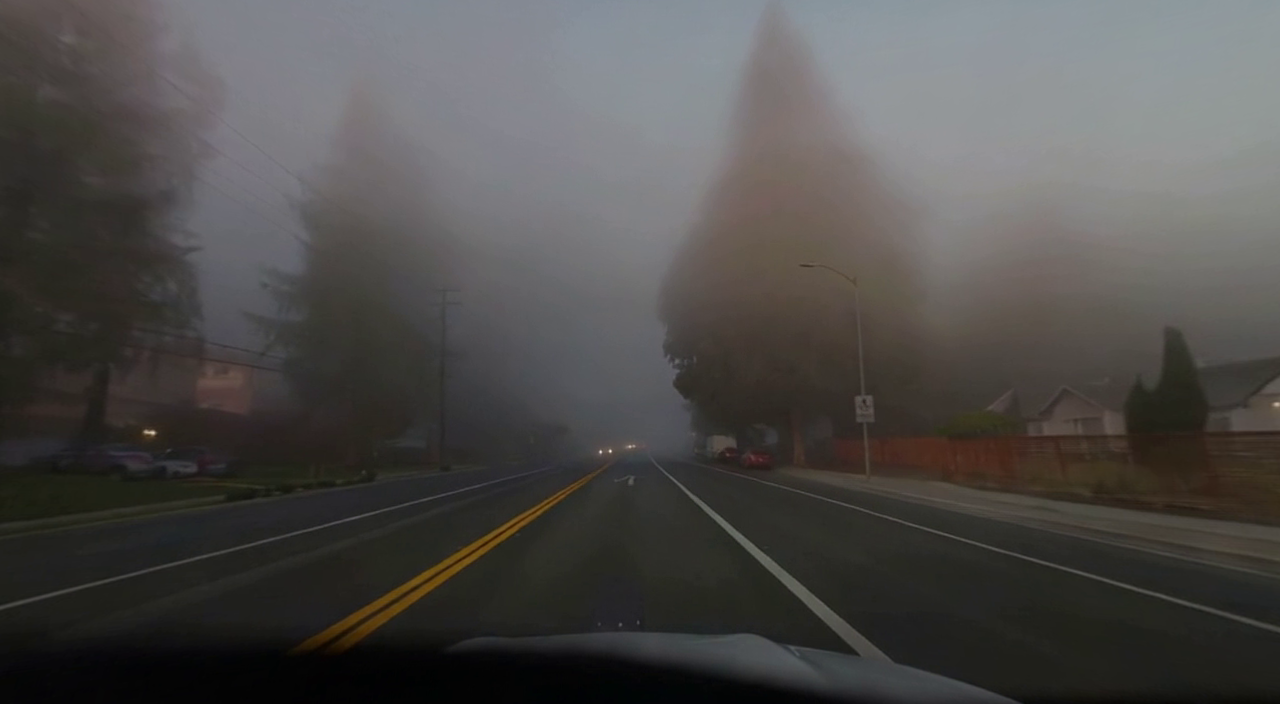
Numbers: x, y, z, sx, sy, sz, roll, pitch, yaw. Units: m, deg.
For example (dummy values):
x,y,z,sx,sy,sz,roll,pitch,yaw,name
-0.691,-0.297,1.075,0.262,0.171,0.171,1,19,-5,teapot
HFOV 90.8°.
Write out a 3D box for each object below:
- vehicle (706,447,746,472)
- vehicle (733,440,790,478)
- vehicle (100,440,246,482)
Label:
x,y,z,sx,sy,sz,roll,pitch,yaw,name
6.165,7.796,45.939,2.226,1.682,4.461,0,-8,-1,vehicle
6.456,5.756,34.210,2.099,1.878,4.476,0,-8,-1,vehicle
-19.650,4.590,26.743,4.497,1.674,2.168,-1,-8,3,vehicle
